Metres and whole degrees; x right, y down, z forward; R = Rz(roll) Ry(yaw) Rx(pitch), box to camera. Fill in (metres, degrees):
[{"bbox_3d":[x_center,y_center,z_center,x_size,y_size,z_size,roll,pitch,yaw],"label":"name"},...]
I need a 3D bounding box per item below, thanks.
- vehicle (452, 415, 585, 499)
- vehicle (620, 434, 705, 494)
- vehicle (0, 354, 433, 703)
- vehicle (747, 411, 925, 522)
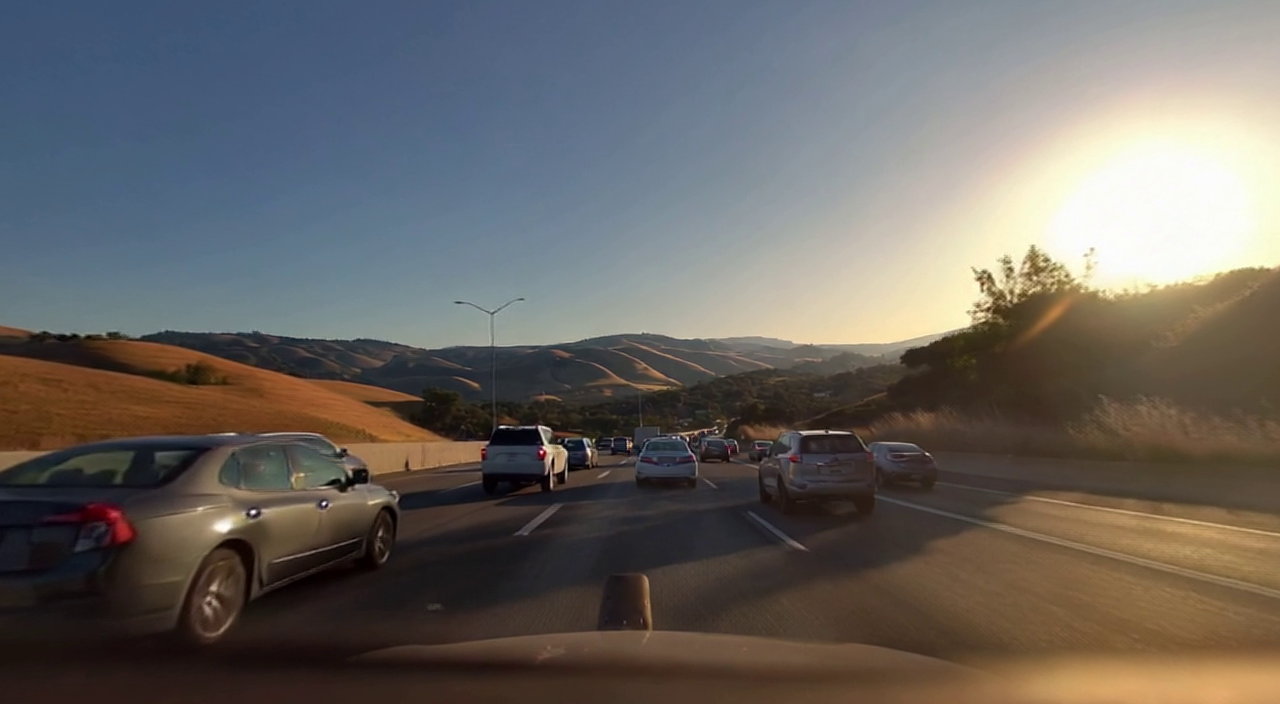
[{"bbox_3d":[-3.037,2.810,17.259,2.301,1.902,5.374,0,-8,3],"label":"vehicle"},{"bbox_3d":[0.634,3.110,17.909,2.105,1.471,4.349,0,-8,2],"label":"vehicle"},{"bbox_3d":[-3.604,1.181,5.202,2.179,1.723,4.410,0,-8,1],"label":"vehicle"},{"bbox_3d":[3.526,2.157,12.400,2.046,1.765,4.534,0,-8,0],"label":"vehicle"}]
